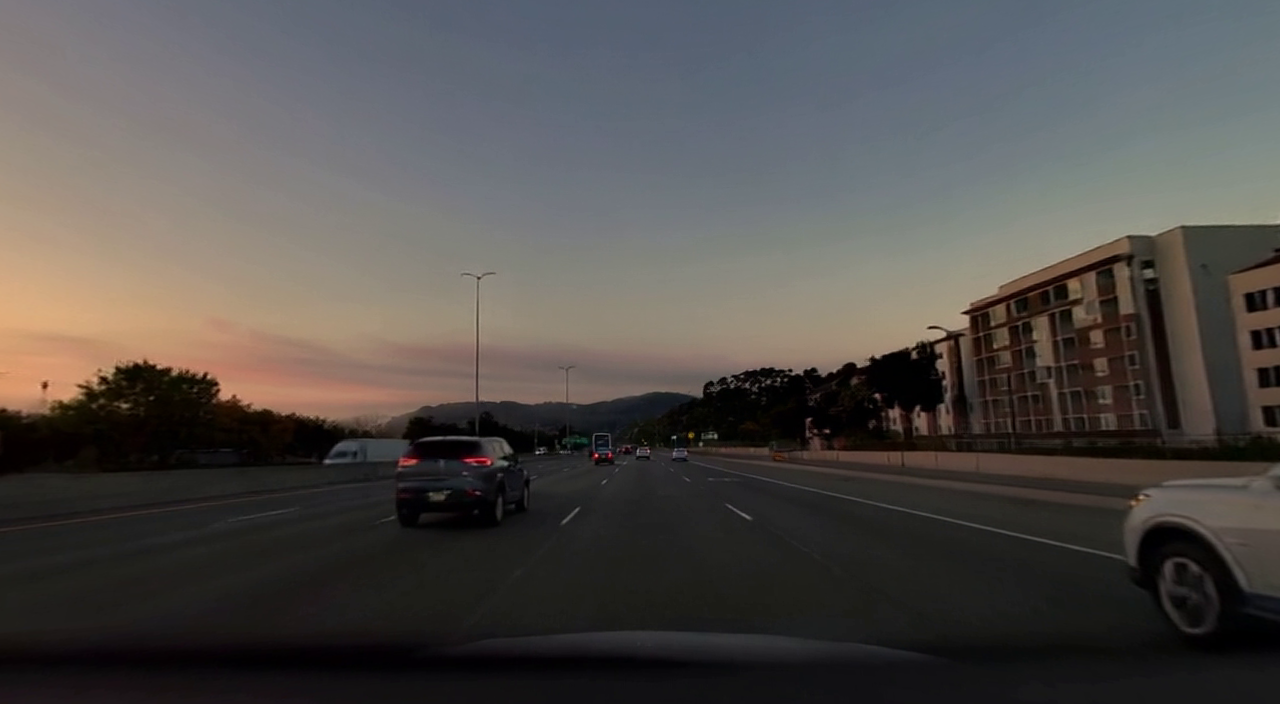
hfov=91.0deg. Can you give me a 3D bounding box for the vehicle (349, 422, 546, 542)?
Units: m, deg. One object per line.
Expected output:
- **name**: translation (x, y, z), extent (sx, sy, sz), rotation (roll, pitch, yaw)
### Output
- **vehicle**: translation (-3.191, 2.273, 11.680), extent (2.075, 1.721, 4.763), rotation (0, -9, 1)

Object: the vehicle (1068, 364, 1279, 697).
- **vehicle**: translation (4.461, 0.816, 2.530), extent (2.170, 1.733, 4.631), rotation (0, -9, 0)
